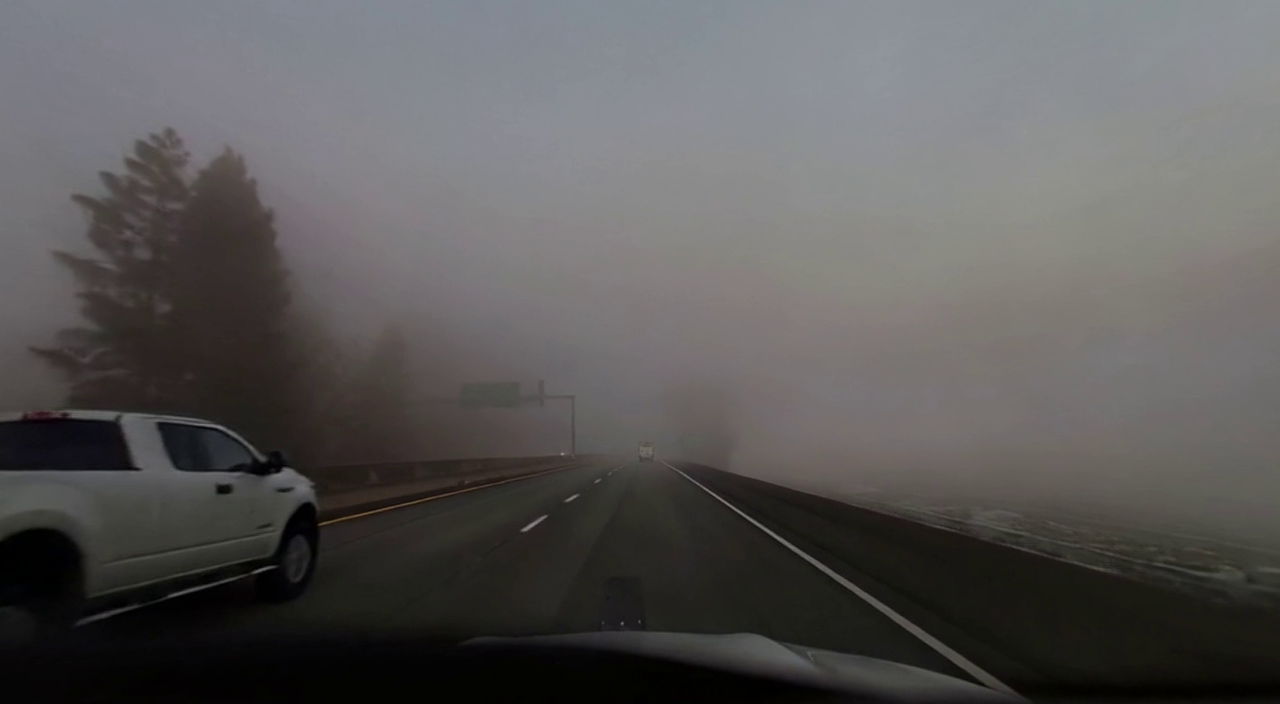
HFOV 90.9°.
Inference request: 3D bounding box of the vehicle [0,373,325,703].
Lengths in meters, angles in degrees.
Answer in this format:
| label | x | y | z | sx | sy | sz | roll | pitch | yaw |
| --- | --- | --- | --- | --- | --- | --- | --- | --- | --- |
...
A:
| label | x | y | z | sx | sy | sz | roll | pitch | yaw |
| --- | --- | --- | --- | --- | --- | --- | --- | --- | --- |
| vehicle | -3.701 | 1.010 | 3.285 | 2.009 | 1.638 | 3.968 | 0 | -9 | 0 |
